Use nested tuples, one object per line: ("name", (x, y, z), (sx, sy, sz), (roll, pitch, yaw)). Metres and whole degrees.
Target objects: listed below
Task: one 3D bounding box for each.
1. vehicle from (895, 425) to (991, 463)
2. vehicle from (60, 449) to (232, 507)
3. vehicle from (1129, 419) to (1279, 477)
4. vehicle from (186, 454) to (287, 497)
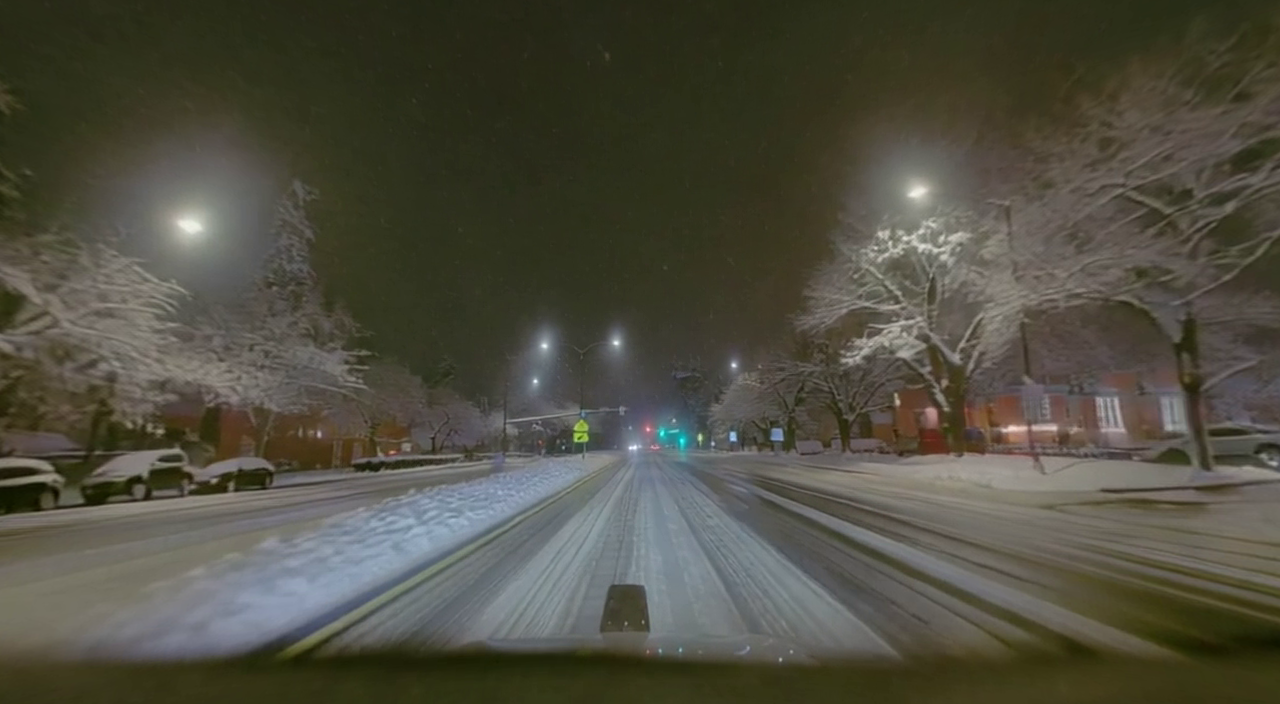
("vehicle", (21.875, 6.695, 45.768), (5.506, 2.643, 2.681), (0, -8, 3))
("vehicle", (-17.868, 4.525, 23.265), (1.941, 1.848, 5.279), (0, -8, 2))
("vehicle", (22.113, 3.589, 23.673), (5.532, 2.065, 2.166), (0, -8, 1))
("vehicle", (-18.106, 5.524, 28.518), (1.808, 1.488, 4.202), (-2, -6, 0))
